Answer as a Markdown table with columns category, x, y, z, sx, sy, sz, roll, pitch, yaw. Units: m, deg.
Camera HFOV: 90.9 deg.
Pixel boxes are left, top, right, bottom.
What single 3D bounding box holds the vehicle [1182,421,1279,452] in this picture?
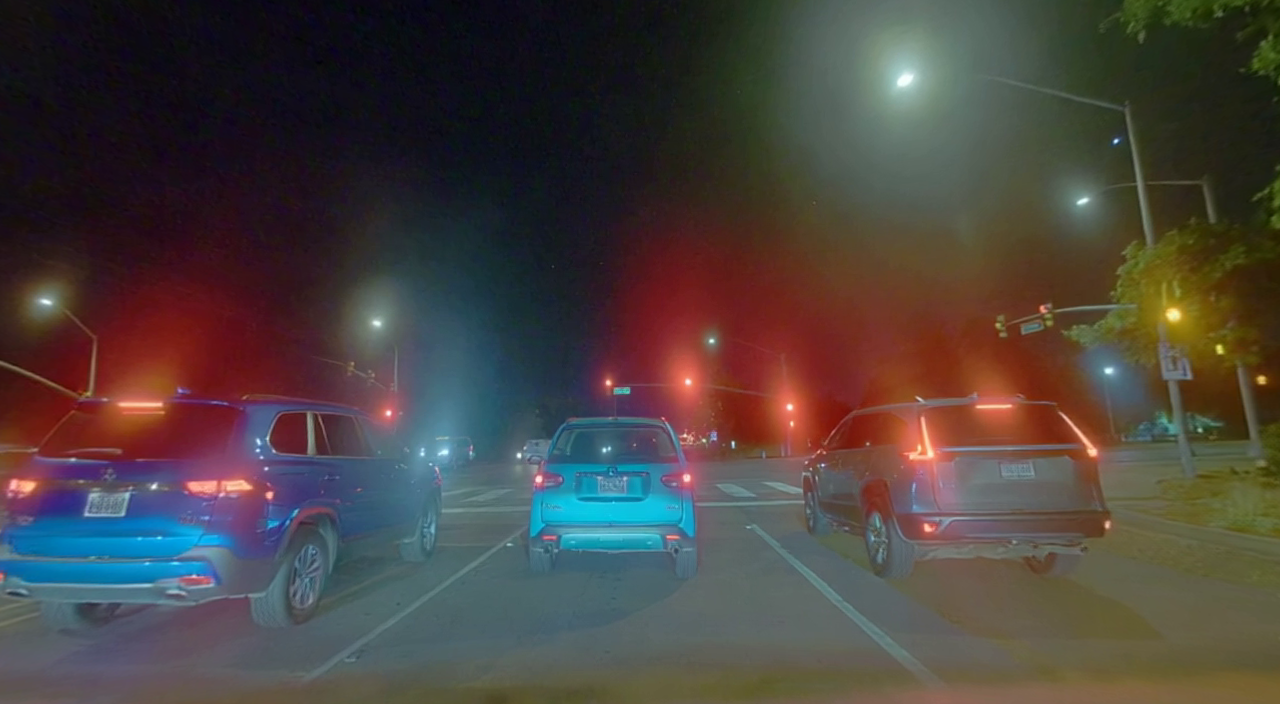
| category | x | y | z | sx | sy | sz | roll | pitch | yaw |
| --- | --- | --- | --- | --- | --- | --- | --- | --- | --- |
| vehicle | 32.808 | 4.656 | 34.755 | 4.175 | 1.634 | 1.877 | 1 | -8 | -4 |

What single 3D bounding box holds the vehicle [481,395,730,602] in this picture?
| category | x | y | z | sx | sy | sz | roll | pitch | yaw |
| --- | --- | --- | --- | --- | --- | --- | --- | --- | --- |
| vehicle | -0.235 | 1.512 | 7.309 | 2.067 | 1.702 | 3.987 | 0 | -8 | 2 |

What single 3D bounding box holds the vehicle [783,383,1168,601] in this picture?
| category | x | y | z | sx | sy | sz | roll | pitch | yaw |
| --- | --- | --- | --- | --- | --- | --- | --- | --- | --- |
| vehicle | 3.281 | 1.481 | 7.516 | 2.083 | 1.779 | 4.532 | 0 | -8 | 0 |

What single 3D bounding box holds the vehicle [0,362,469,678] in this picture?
| category | x | y | z | sx | sy | sz | roll | pitch | yaw |
| --- | --- | --- | --- | --- | --- | --- | --- | --- | --- |
| vehicle | -3.277 | 1.279 | 5.901 | 2.047 | 1.810 | 4.414 | 0 | -8 | 1 |
